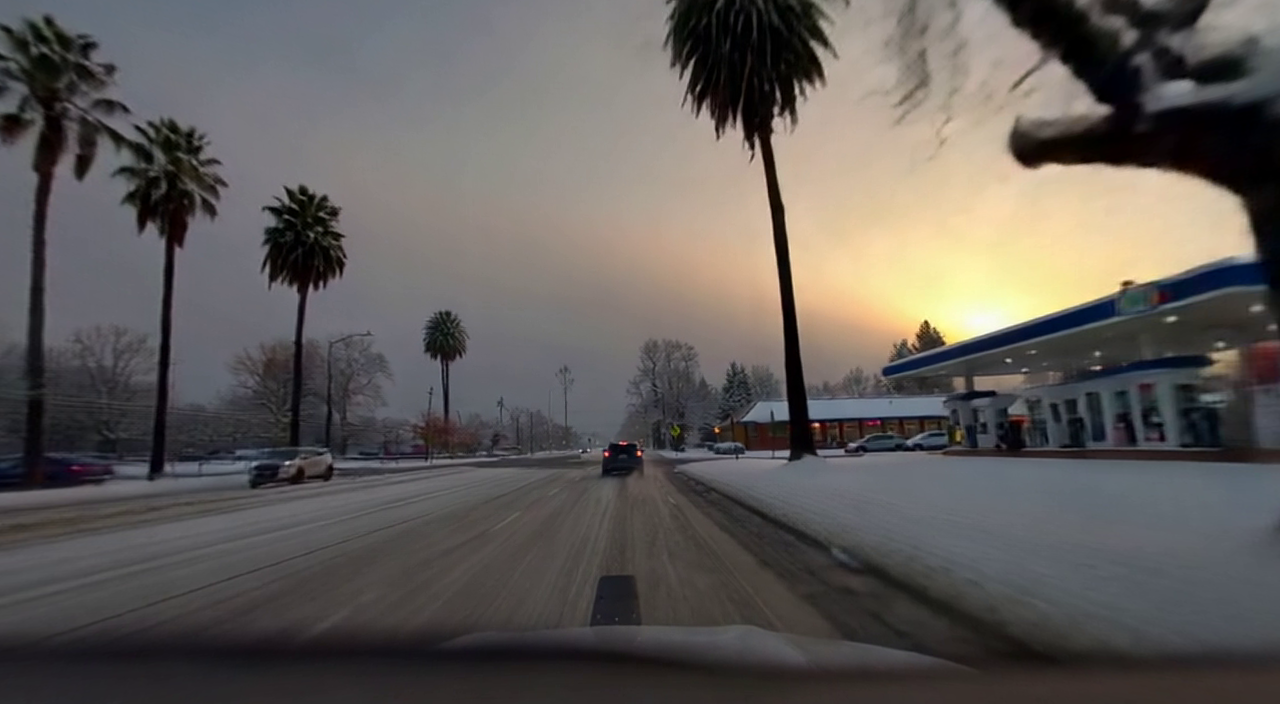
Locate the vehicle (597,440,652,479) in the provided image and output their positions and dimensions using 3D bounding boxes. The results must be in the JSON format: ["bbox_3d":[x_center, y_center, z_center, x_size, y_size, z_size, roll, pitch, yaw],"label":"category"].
[{"bbox_3d":[-0.613,4.395,26.128,2.076,1.486,4.119,0,-8,-1],"label":"vehicle"}]

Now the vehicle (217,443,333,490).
[{"bbox_3d":[-14.558,4.546,25.564,2.026,1.722,4.463,0,-8,-1],"label":"vehicle"}]
